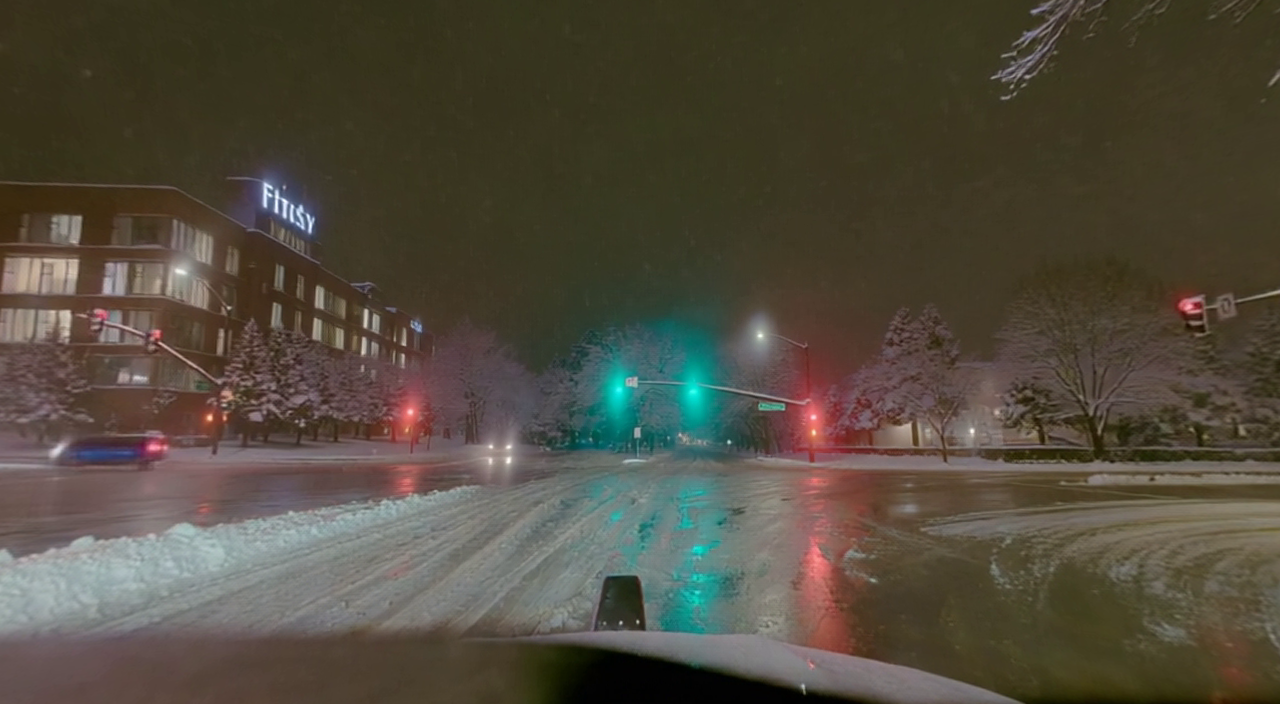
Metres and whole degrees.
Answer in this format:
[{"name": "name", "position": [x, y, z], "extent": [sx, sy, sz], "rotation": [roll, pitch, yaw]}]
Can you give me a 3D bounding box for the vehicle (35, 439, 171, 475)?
[{"name": "vehicle", "position": [-26.491, 5.196, 31.337], "extent": [4.639, 1.699, 2.030], "rotation": [1, -9, -8]}]
